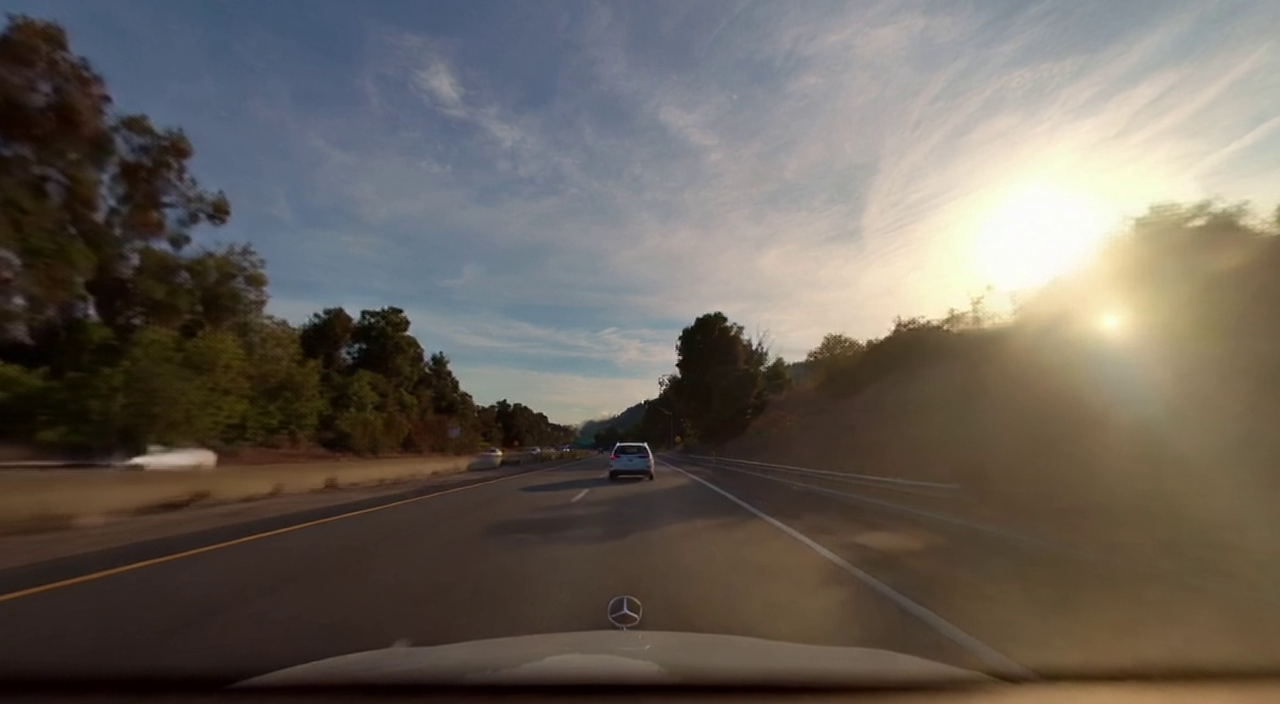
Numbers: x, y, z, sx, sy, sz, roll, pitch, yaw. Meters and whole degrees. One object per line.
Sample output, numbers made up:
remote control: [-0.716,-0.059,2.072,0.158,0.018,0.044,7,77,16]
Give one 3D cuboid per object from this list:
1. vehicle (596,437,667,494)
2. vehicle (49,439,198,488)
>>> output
vehicle: [-0.233,3.776,21.359,2.135,1.686,4.517,0,-9,1]
vehicle: [-17.317,3.727,21.391,1.794,1.488,3.770,0,-9,0]
